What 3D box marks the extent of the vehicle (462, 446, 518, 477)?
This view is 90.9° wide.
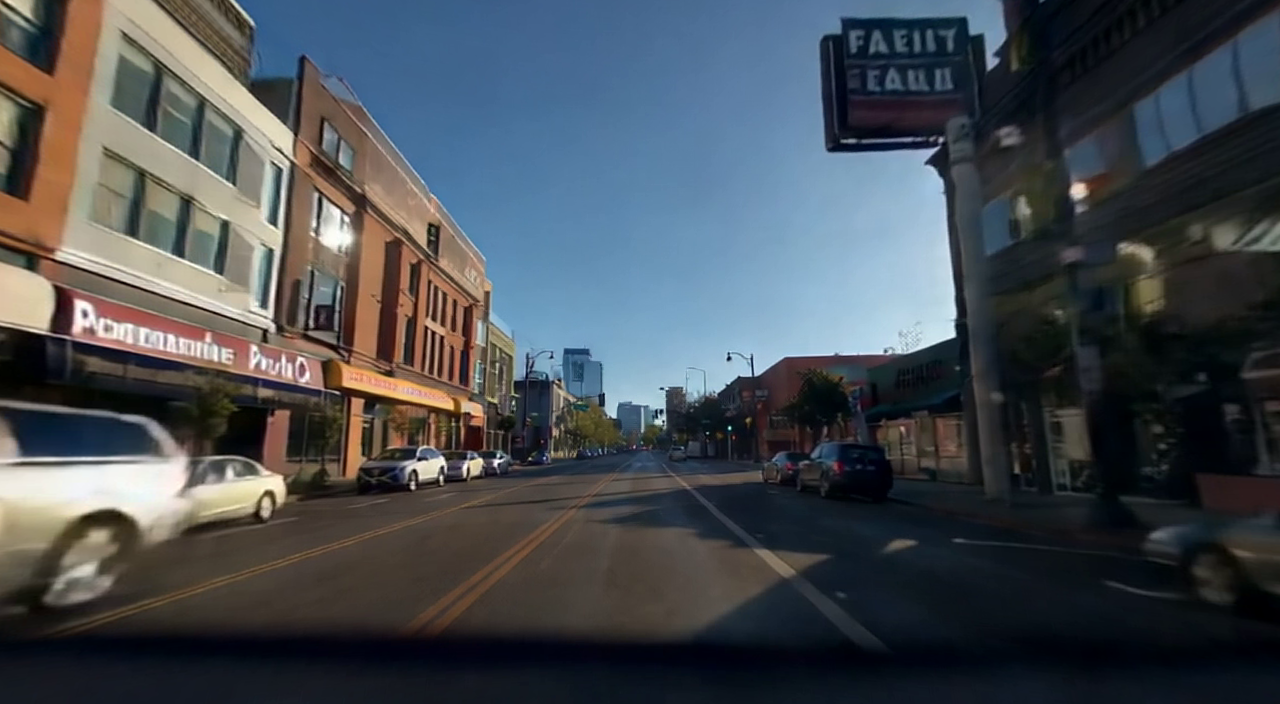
[{"bbox_3d":[-8.626,6.311,36.675,1.961,1.627,4.634,-1,-8,2],"label":"vehicle"}]

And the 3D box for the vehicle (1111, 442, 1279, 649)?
[{"bbox_3d":[5.626,1.262,3.687,2.032,1.466,4.660,0,-8,-2],"label":"vehicle"}]

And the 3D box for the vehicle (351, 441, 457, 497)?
[{"bbox_3d":[-8.762,4.341,23.959,2.140,1.861,4.801,-1,-8,1],"label":"vehicle"}]

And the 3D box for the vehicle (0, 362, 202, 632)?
[{"bbox_3d":[-5.759,0.976,4.025,2.203,1.937,5.133,0,-8,0],"label":"vehicle"}]

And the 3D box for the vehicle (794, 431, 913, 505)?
[{"bbox_3d":[6.016,3.296,18.409,1.922,1.871,4.477,0,-8,1],"label":"vehicle"}]
